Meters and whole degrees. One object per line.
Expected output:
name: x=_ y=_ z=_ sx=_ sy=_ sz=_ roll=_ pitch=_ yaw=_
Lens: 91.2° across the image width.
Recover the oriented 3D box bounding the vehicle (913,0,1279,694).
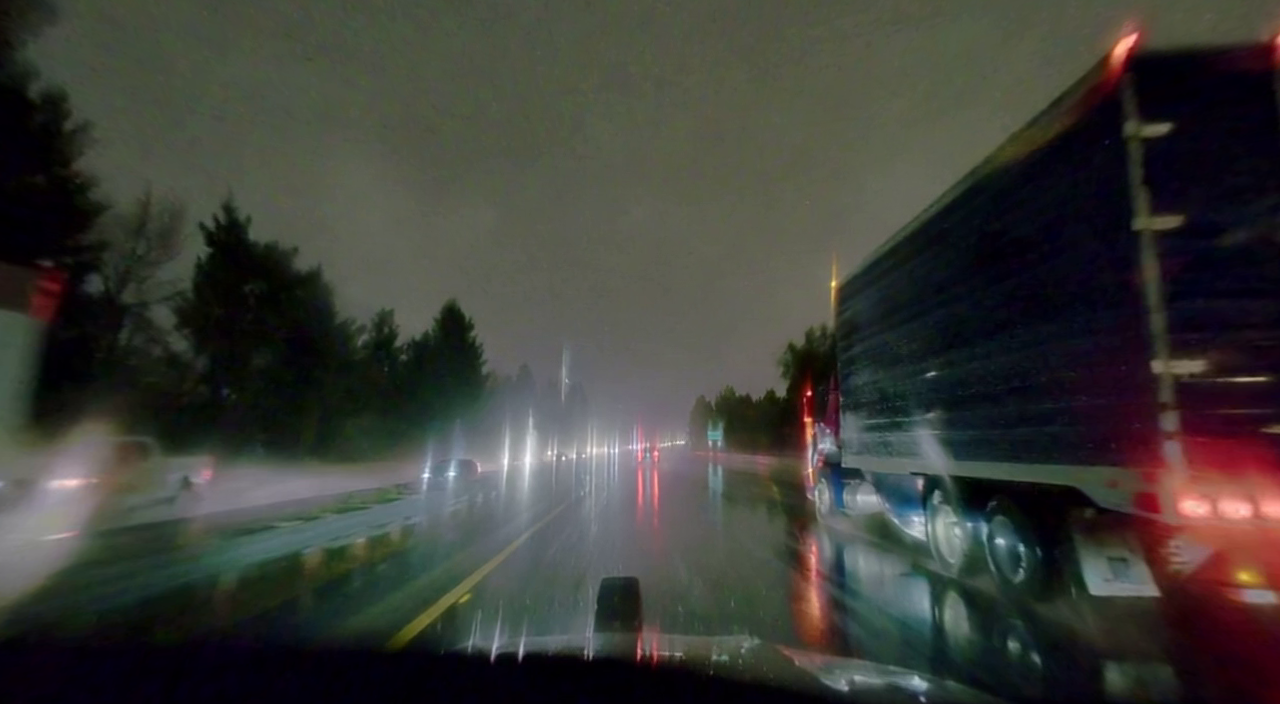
vehicle: x=4.742 y=-0.679 z=0.233 sx=2.833 sy=3.888 sz=14.000 roll=0 pitch=-9 yaw=-1

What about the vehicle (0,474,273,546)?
vehicle: x=-13.199 y=3.698 z=15.555 sx=2.836 sy=1.034 sz=8.894 roll=0 pitch=-9 yaw=1

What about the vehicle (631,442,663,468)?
vehicle: x=0.498 y=7.056 z=43.078 sx=2.098 sy=1.692 sz=4.038 roll=0 pitch=-9 yaw=0

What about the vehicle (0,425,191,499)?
vehicle: x=-13.093 y=2.581 z=14.467 sx=1.880 sy=1.405 sz=4.741 roll=-3 pitch=-10 yaw=2

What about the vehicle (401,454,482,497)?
vehicle: x=-7.756 y=4.829 z=24.867 sx=1.876 sy=1.494 sz=3.756 roll=-1 pitch=-9 yaw=2

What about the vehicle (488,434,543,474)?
vehicle: x=-8.923 y=7.425 z=45.758 sx=2.380 sy=2.679 sz=7.252 roll=-1 pitch=-9 yaw=1
